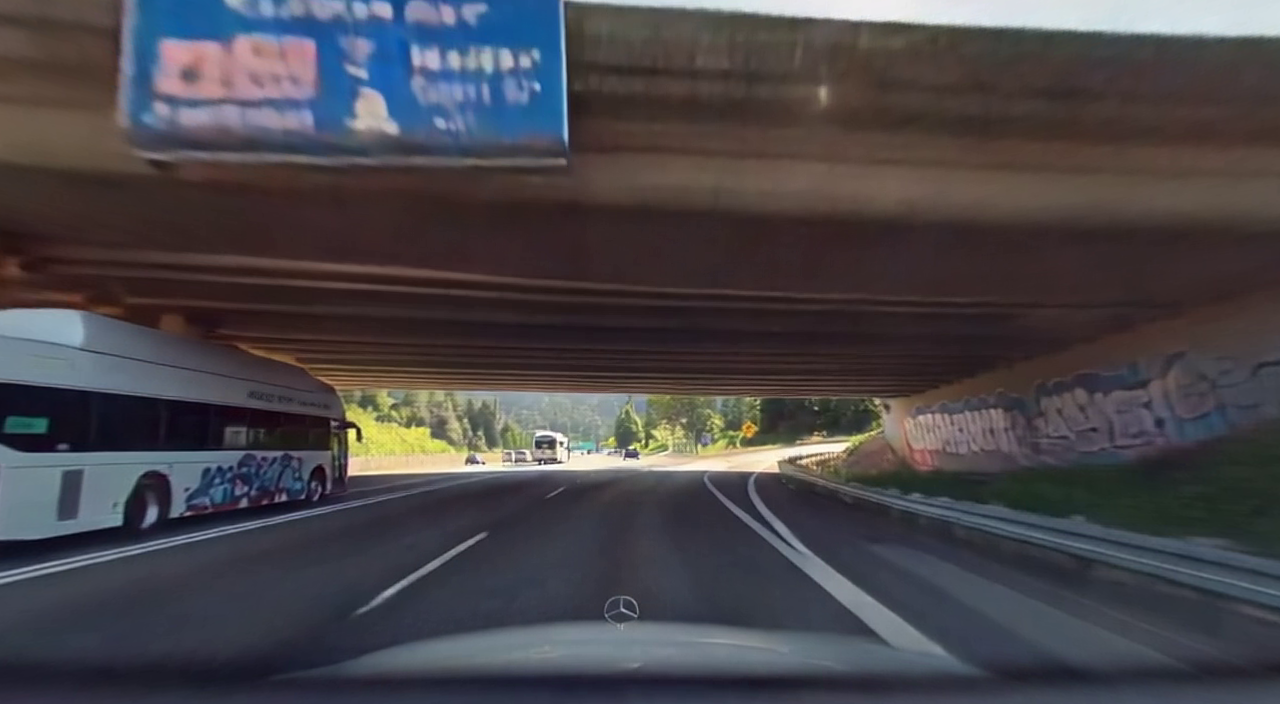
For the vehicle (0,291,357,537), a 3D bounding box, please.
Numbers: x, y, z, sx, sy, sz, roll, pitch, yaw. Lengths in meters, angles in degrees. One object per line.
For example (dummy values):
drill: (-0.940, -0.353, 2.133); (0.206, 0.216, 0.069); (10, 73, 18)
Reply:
vehicle: (-10.930, 1.690, 14.181); (2.986, 3.574, 13.570); (0, -9, -1)
